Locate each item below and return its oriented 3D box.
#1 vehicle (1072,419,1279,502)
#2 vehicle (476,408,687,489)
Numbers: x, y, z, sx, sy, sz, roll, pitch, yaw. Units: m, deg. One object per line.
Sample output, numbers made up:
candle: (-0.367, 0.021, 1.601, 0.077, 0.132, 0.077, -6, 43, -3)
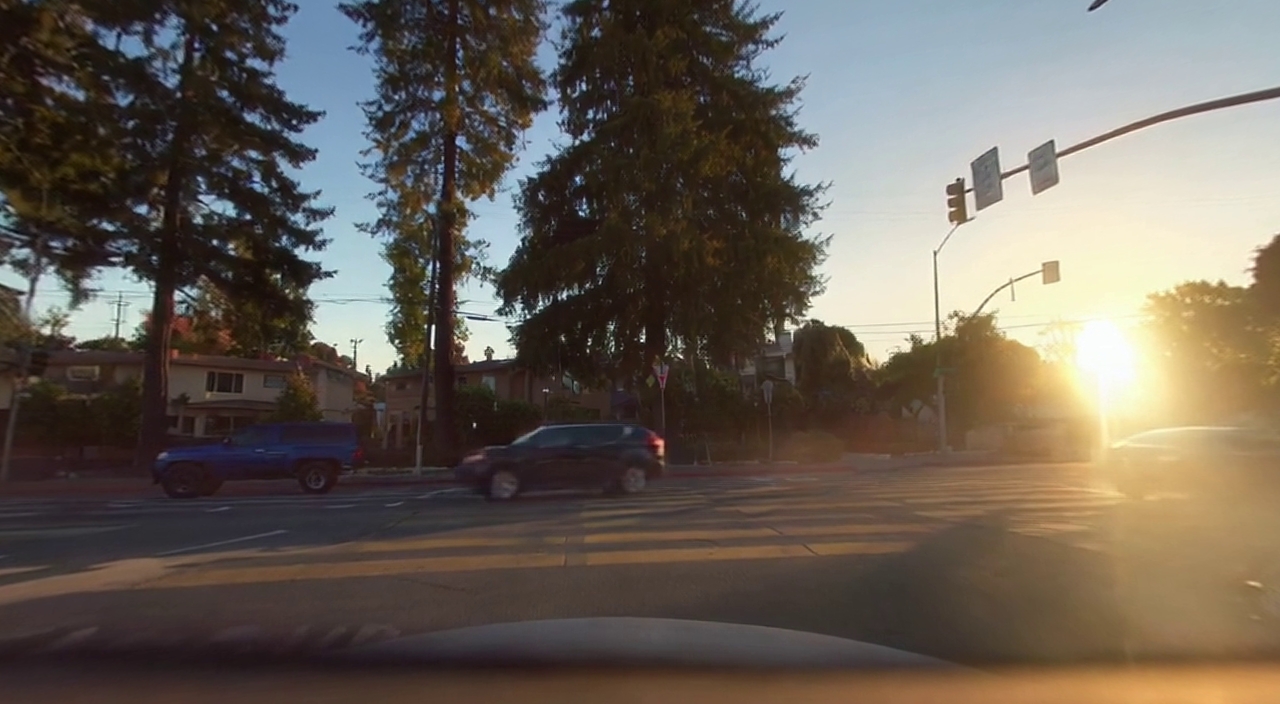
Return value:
vehicle: (11.170, 2.067, 12.299, 4.517, 1.419, 1.836, 2, -9, -12)
vehicle: (-1.503, 2.402, 15.893, 4.882, 1.783, 2.093, 3, -9, -18)
